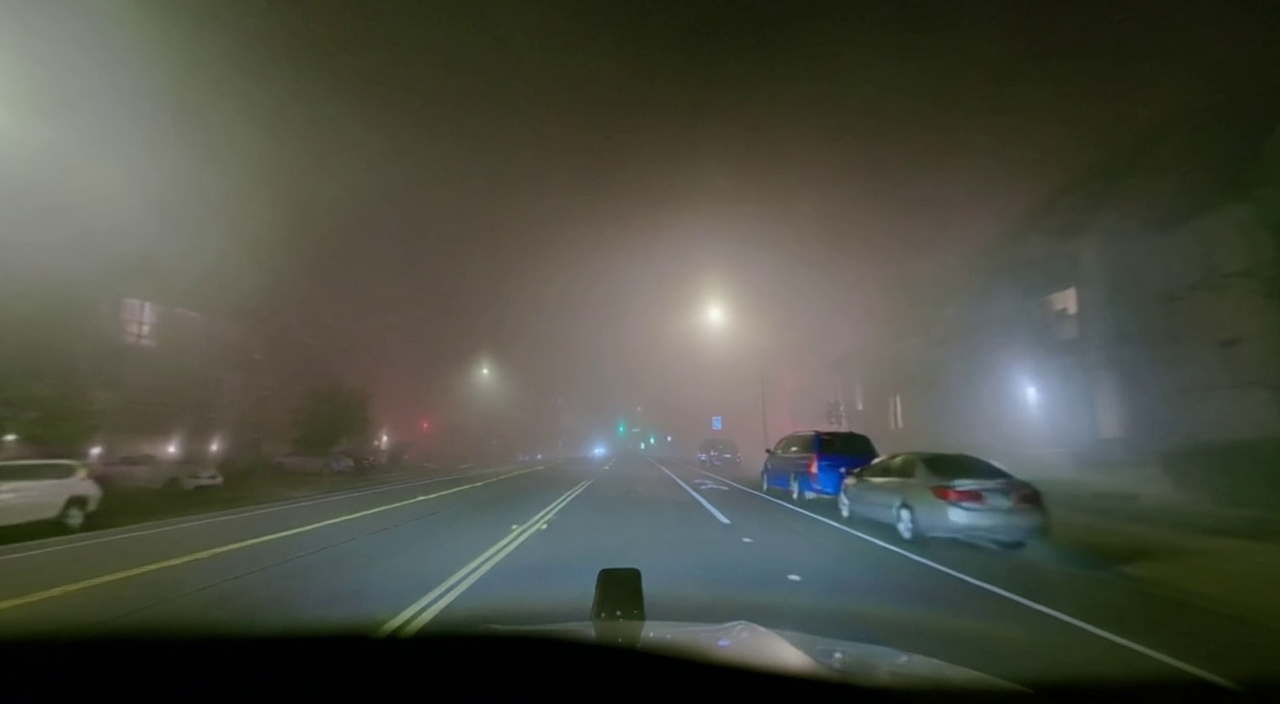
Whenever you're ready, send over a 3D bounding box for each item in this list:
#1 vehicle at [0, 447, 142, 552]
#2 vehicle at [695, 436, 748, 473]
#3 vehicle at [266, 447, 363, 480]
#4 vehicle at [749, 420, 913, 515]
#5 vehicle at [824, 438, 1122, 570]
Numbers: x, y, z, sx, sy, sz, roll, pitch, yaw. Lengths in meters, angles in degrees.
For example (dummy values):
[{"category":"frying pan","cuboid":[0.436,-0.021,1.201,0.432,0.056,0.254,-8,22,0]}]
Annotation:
[{"category":"vehicle","cuboid":[-12.687,2.833,12.116,2.149,1.865,5.247,-2,-8,-2]},{"category":"vehicle","cuboid":[4.327,5.542,34.442,2.052,1.859,4.778,1,-9,-3]},{"category":"vehicle","cuboid":[-18.479,6.353,36.076,4.397,1.768,1.956,1,-9,-4]},{"category":"vehicle","cuboid":[4.516,2.863,16.199,2.254,1.968,5.838,0,-9,-1]},{"category":"vehicle","cuboid":[4.532,2.104,9.653,1.923,1.493,4.628,0,-9,-1]}]
